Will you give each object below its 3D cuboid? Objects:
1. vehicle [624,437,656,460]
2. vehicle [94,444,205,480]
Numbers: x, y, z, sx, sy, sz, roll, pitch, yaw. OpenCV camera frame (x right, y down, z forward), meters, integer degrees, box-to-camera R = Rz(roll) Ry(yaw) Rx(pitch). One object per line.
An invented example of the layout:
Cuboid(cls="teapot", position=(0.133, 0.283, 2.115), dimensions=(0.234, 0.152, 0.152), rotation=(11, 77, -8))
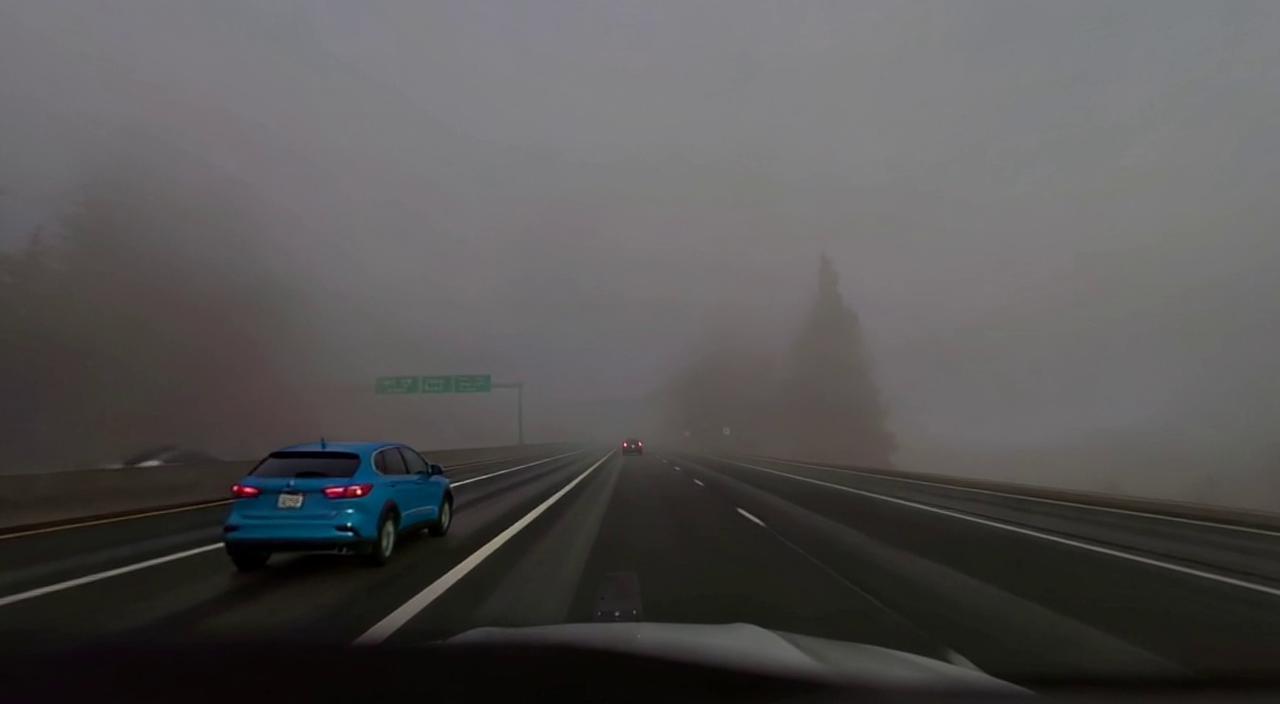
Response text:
Cuboid(cls="vehicle", position=(-0.053, 6.480, 42.516), dimensions=(2.028, 1.440, 3.690), rotation=(0, -8, -2))
Cuboid(cls="vehicle", position=(-22.494, 5.009, 29.089), dimensions=(1.836, 1.475, 4.187), rotation=(0, -8, -1))
